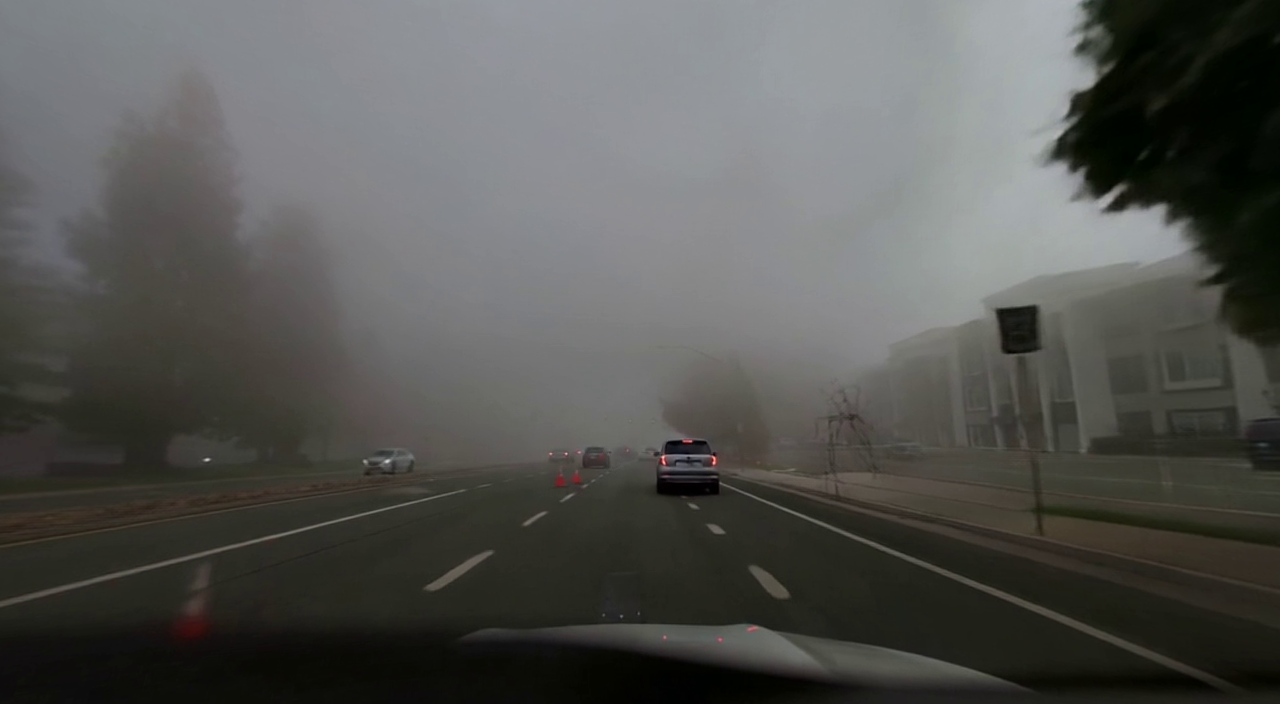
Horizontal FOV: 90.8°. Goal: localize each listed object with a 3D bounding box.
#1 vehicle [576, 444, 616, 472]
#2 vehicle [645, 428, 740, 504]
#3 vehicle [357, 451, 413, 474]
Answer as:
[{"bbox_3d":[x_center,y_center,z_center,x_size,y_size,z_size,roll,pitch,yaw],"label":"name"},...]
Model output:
[{"bbox_3d":[-2.667,6.599,39.514,2.121,1.654,3.993,0,-8,1],"label":"vehicle"},{"bbox_3d":[1.308,3.109,17.694,2.197,1.835,4.316,0,-8,-1],"label":"vehicle"},{"bbox_3d":[-17.745,7.690,44.198,1.883,1.494,4.795,0,-9,1],"label":"vehicle"}]
